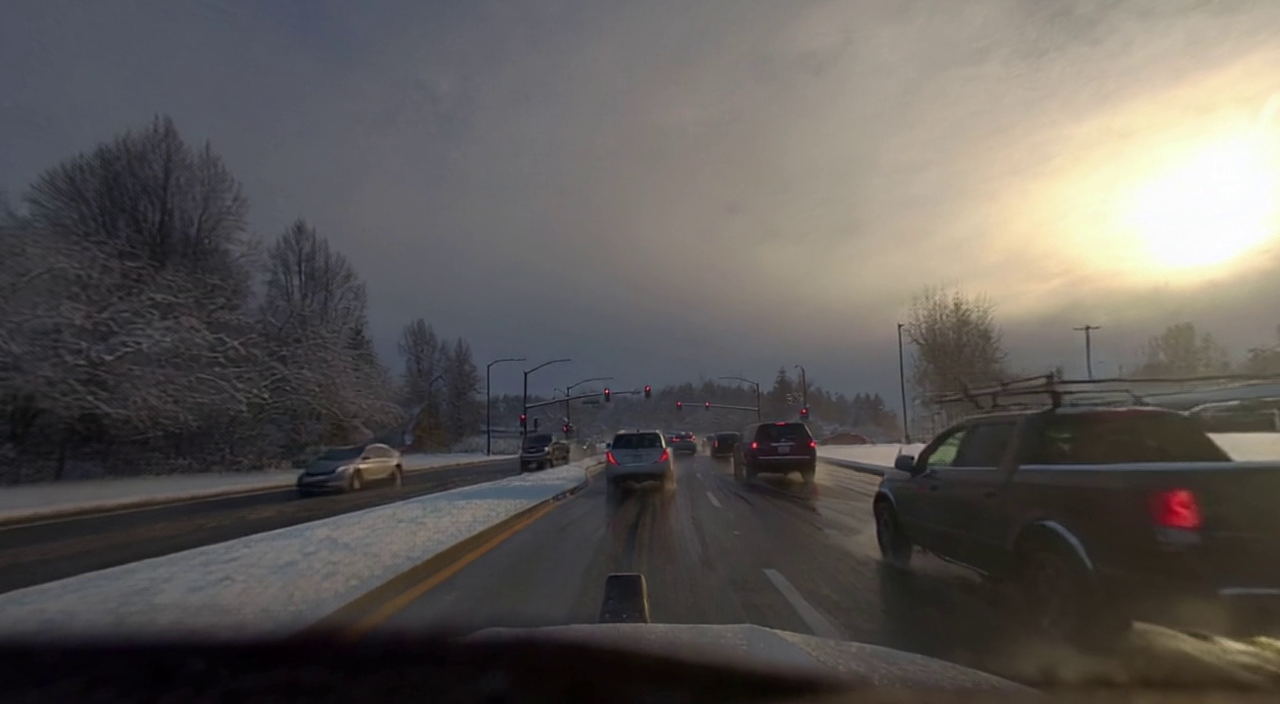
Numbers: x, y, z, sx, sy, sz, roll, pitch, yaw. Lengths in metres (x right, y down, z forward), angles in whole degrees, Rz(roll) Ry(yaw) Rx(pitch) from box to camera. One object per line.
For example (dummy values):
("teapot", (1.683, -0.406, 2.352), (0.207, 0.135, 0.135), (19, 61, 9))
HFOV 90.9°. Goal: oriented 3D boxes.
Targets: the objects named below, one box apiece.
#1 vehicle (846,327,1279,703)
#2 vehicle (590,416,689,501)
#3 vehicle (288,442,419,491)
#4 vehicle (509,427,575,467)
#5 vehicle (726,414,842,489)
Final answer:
("vehicle", (3.452, 1.091, 5.107), (2.114, 1.765, 4.647), (0, -8, 2))
("vehicle", (0.117, 2.544, 15.381), (2.113, 1.768, 3.901), (0, -8, 4))
("vehicle", (-9.520, 3.805, 21.467), (1.953, 1.476, 4.747), (-1, -8, 4))
("vehicle", (-5.360, 5.301, 35.343), (2.355, 2.005, 5.673), (-1, -8, 5))
("vehicle", (3.986, 2.920, 18.755), (2.317, 1.857, 5.940), (0, -8, 3))
